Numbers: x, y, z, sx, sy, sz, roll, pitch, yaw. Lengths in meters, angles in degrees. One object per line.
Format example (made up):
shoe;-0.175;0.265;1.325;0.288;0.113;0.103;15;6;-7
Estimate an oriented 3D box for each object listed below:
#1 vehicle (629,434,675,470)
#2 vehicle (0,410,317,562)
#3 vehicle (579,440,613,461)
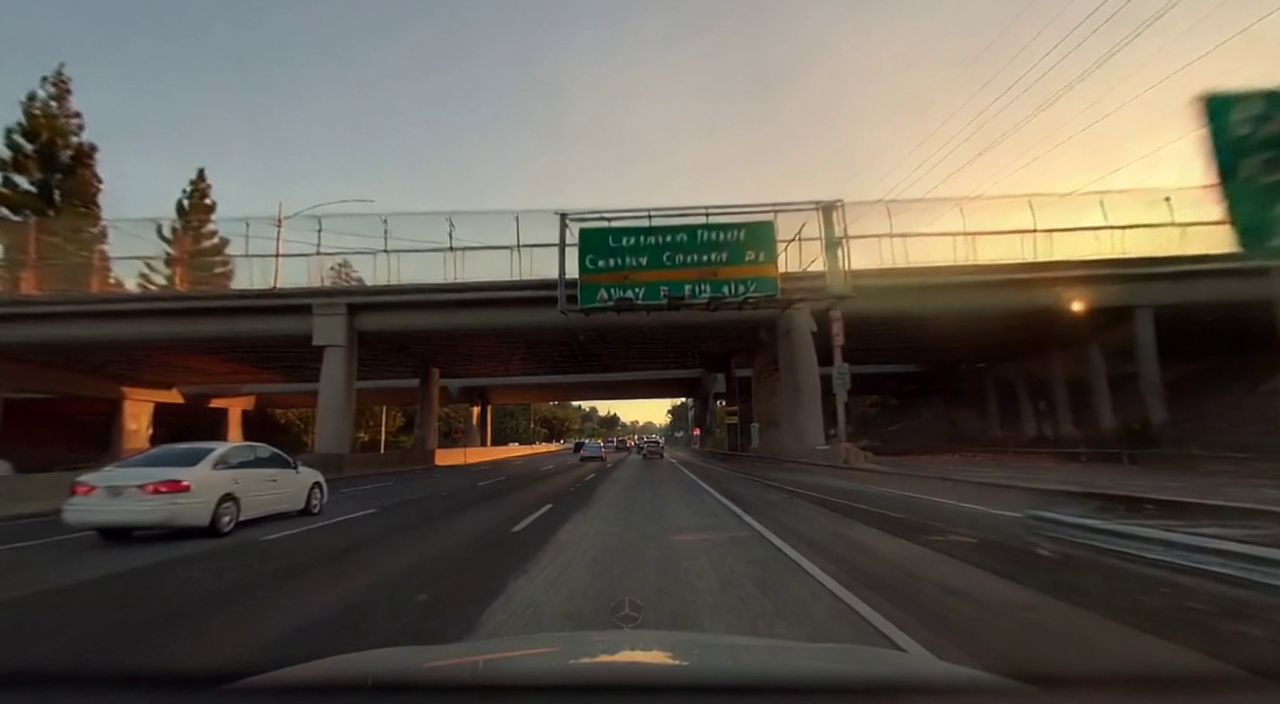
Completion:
vehicle;0.587;4.996;31.660;2.152;1.697;4.066;0;-8;0
vehicle;-7.298;1.898;9.742;2.090;1.765;4.612;0;-8;1
vehicle;-3.161;7.153;45.980;2.056;1.464;4.564;0;-8;1
